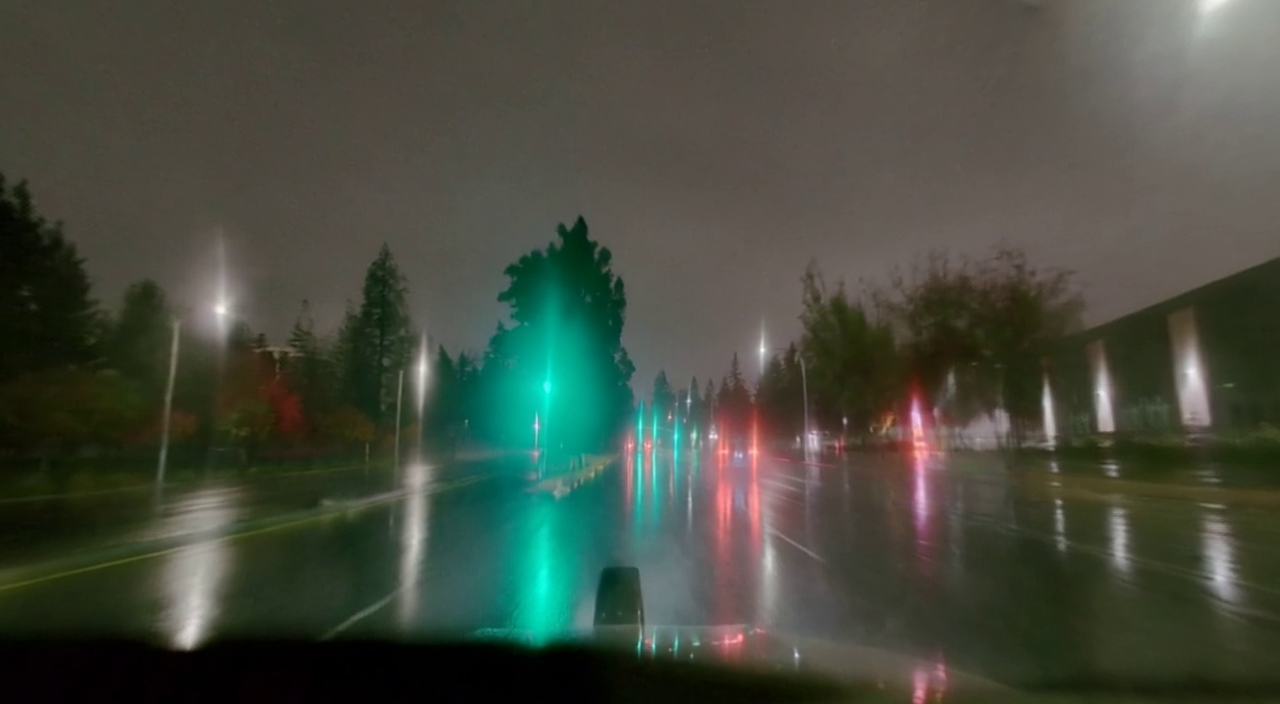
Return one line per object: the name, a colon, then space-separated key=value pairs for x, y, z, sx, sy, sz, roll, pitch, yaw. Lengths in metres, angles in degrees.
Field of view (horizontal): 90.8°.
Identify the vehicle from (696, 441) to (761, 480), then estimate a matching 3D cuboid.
vehicle: x=3.622 y=4.536 z=26.715 sx=1.948 sy=1.479 sz=4.620 roll=0 pitch=-8 yaw=-2
